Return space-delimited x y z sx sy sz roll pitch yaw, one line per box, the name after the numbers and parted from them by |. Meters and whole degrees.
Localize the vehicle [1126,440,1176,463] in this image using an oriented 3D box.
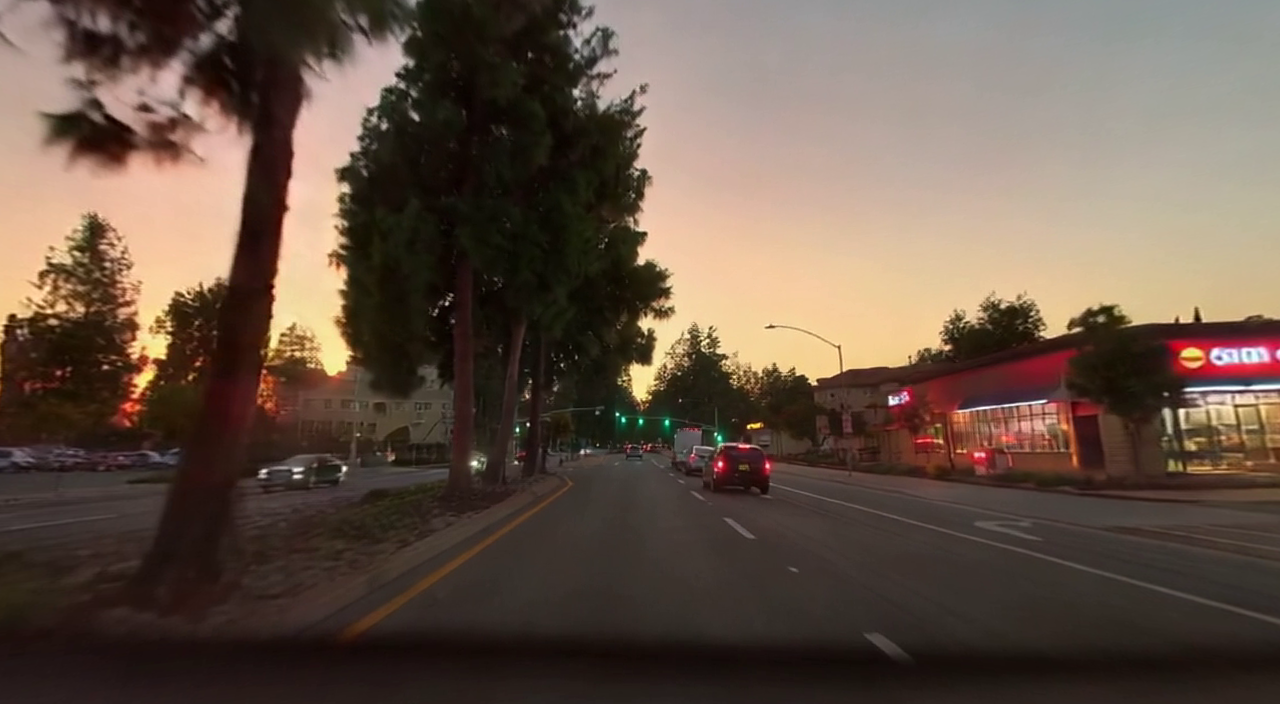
40.226 7.833 49.795 2.355 1.684 4.061 -4 -9 30 | vehicle

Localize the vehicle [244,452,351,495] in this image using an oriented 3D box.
-14.284 5.038 26.664 1.988 1.527 4.359 0 -8 2 | vehicle

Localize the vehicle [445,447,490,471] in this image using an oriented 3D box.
-13.298 8.256 49.016 1.987 1.579 4.739 -3 -8 2 | vehicle

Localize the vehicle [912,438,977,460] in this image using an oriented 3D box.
19.358 6.161 40.267 3.361 1.321 1.571 2 -8 -7 | vehicle

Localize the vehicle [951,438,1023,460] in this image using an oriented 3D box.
19.277 5.394 35.157 3.242 1.165 1.363 1 -7 -5 | vehicle

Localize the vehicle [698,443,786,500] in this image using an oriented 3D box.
3.143 3.754 20.299 2.041 1.531 4.236 1 -8 -1 | vehicle
